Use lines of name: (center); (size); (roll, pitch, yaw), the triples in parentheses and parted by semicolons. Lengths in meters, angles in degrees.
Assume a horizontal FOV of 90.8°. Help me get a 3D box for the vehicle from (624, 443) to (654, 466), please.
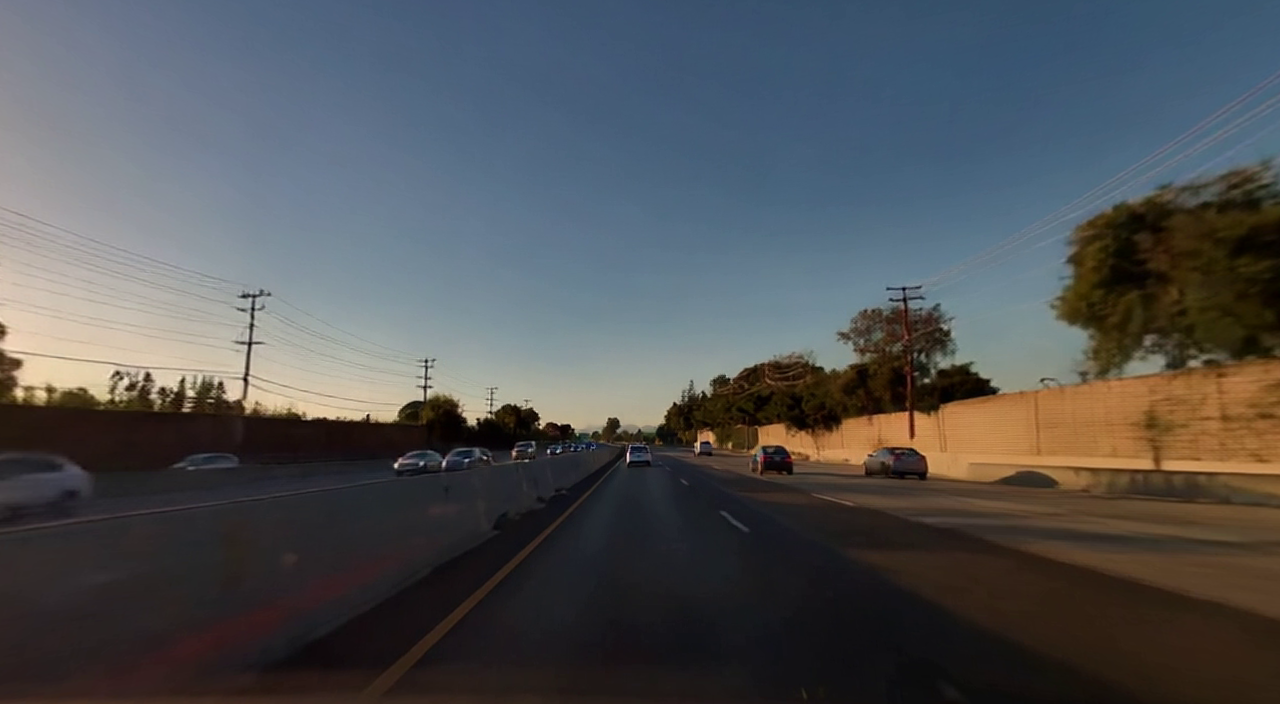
vehicle: (-0.091, 7.087, 43.737); (1.993, 1.506, 3.883); (0, -8, 0)

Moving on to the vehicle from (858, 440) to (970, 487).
vehicle: (9.732, 3.989, 22.901); (1.969, 1.506, 4.422); (0, -9, -1)

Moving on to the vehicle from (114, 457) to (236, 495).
vehicle: (-20.349, 5.400, 27.918); (1.971, 1.447, 4.468); (0, -9, 0)

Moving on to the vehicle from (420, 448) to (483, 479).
vehicle: (-9.944, 5.885, 33.701); (1.946, 1.495, 4.468); (0, -9, 0)

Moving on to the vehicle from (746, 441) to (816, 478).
vehicle: (6.340, 4.892, 29.001); (2.069, 1.520, 4.614); (0, -8, -1)

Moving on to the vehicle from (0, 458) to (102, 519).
vehicle: (-16.780, 3.491, 16.190); (1.875, 1.460, 4.645); (0, -8, 0)
